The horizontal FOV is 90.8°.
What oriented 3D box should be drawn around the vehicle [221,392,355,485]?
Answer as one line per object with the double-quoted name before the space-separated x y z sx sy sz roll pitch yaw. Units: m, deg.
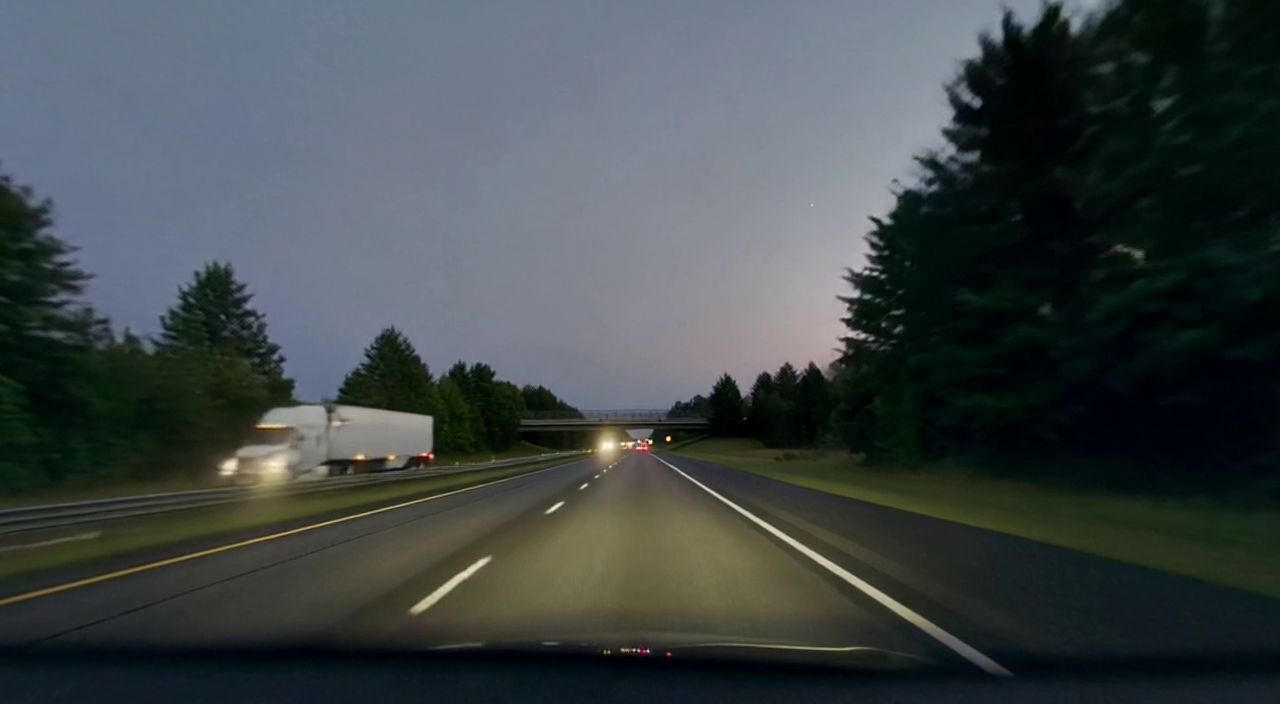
"vehicle" -16.642 4.198 30.415 3.007 3.979 5.840 0 -9 -1
